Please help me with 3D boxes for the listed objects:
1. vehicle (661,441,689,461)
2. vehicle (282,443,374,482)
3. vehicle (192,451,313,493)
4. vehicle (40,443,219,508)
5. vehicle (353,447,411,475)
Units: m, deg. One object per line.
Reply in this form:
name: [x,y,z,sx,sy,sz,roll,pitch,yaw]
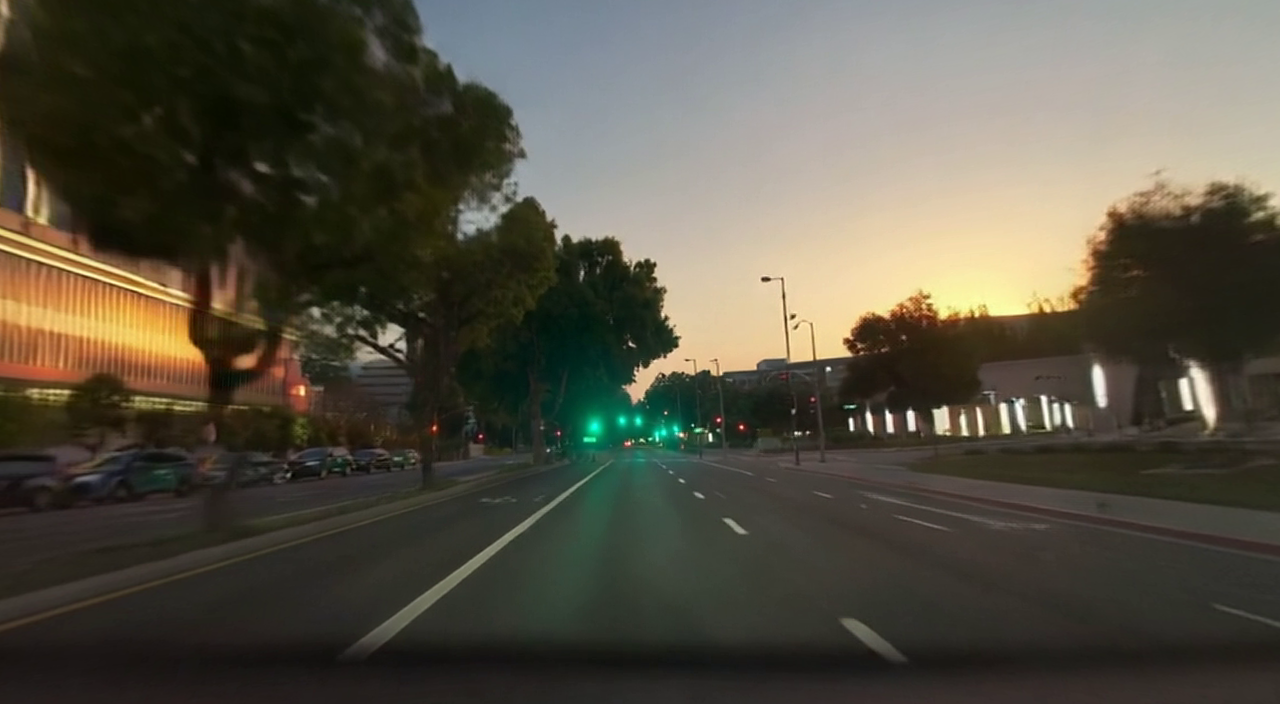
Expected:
vehicle: [2.725,7.772,49.664,1.945,1.490,3.817,0,-8,-1]
vehicle: [-15.554,5.511,31.840,1.978,1.760,5.097,0,-8,0]
vehicle: [-15.385,4.740,25.486,1.776,1.468,5.089,0,-8,-1]
vehicle: [-15.818,3.789,20.002,1.880,1.791,4.666,0,-8,-2]
vehicle: [-15.751,6.615,38.719,1.831,1.599,4.080,0,-8,0]
